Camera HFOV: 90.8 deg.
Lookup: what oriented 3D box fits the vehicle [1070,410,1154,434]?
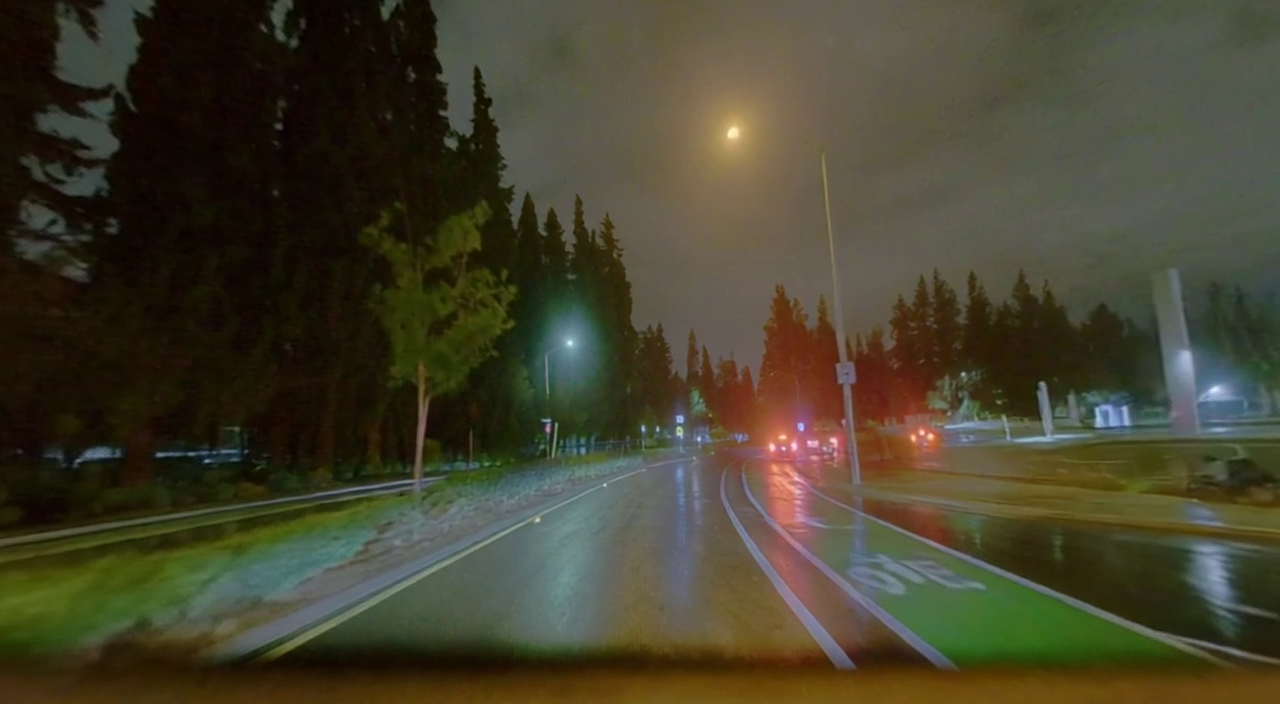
[{"bbox_3d":[34.223,5.088,45.874,4.615,1.610,2.040,0,-8,-6],"label":"vehicle"}]

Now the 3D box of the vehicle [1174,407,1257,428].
[{"bbox_3d":[41.850,4.776,45.976,4.406,1.461,1.851,0,-8,-5],"label":"vehicle"}]
